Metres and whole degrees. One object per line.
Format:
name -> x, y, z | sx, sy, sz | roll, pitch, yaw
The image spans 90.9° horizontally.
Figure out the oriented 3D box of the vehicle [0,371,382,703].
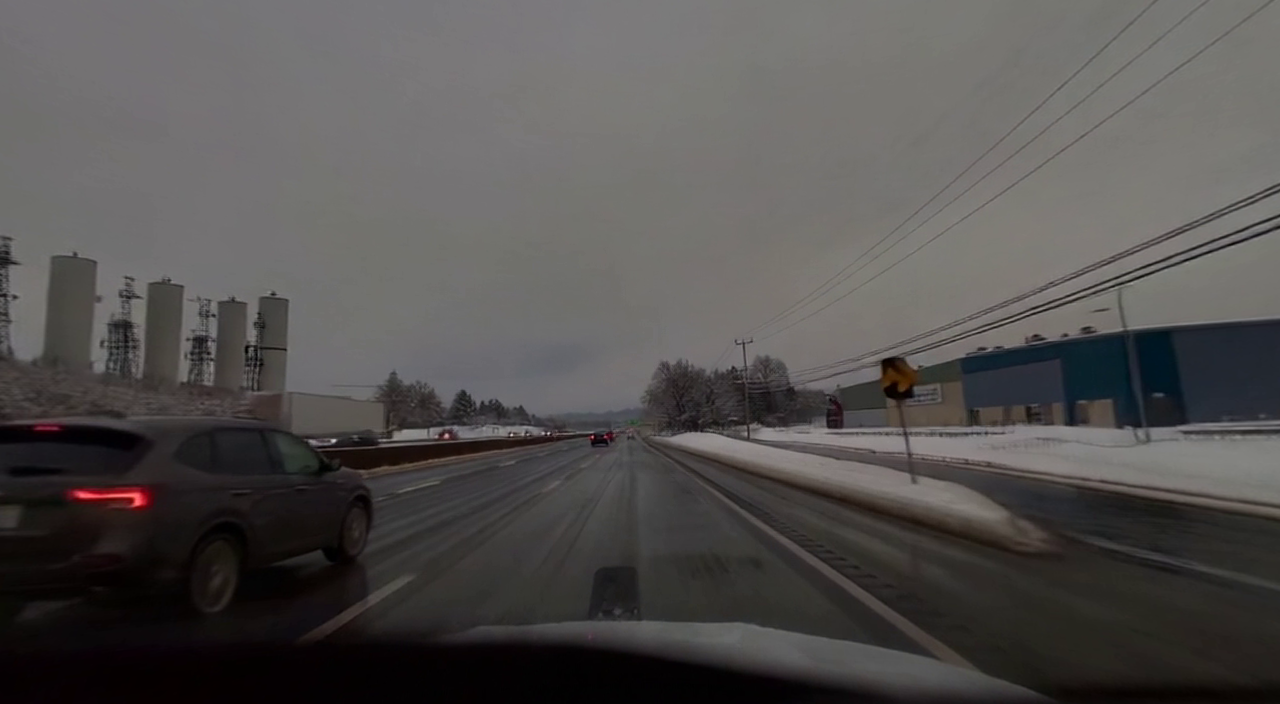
vehicle -> -3.977, 1.172, 5.116 | 2.023, 1.621, 4.174 | 0, -8, -1
